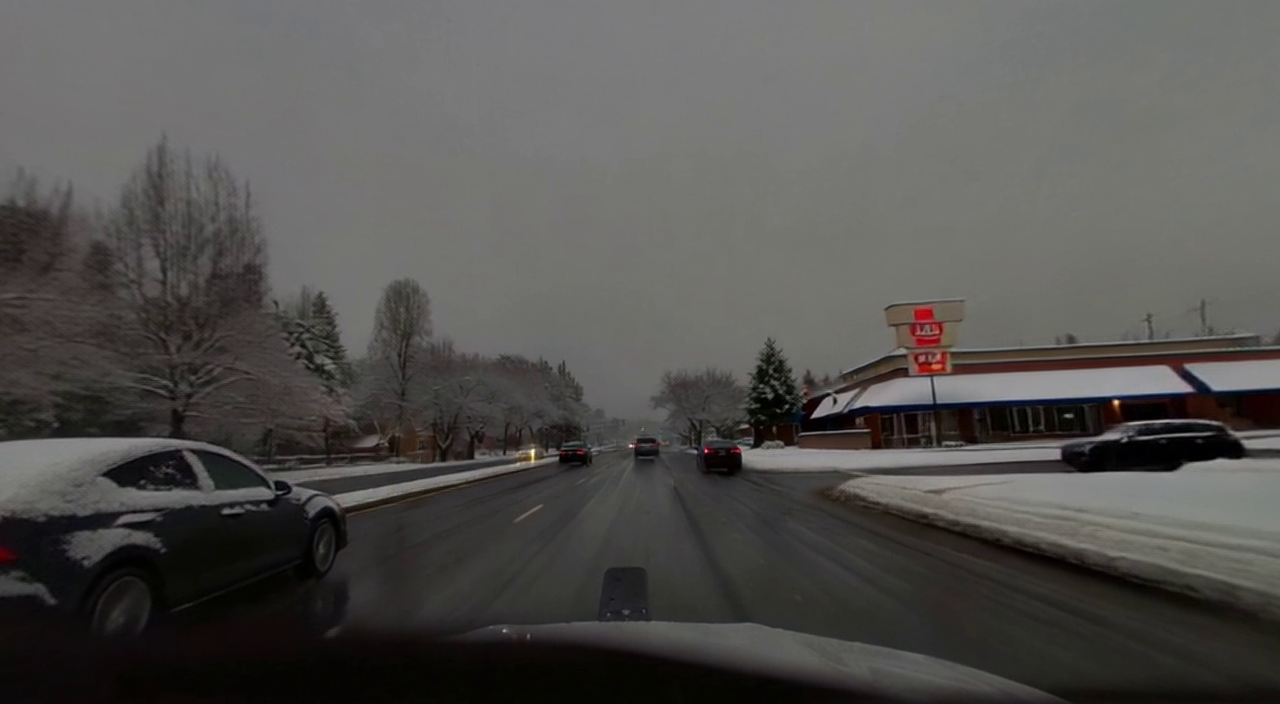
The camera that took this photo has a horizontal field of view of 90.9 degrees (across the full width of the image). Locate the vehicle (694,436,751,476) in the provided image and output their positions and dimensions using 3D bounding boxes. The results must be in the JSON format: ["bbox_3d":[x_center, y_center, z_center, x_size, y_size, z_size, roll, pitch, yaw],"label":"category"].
[{"bbox_3d":[3.519,4.517,27.542,1.922,1.579,3.642,0,-9,-1],"label":"vehicle"}]

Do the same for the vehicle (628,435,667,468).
[{"bbox_3d":[0.407,5.940,37.794,2.193,1.873,4.033,0,-9,0],"label":"vehicle"}]

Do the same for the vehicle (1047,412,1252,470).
[{"bbox_3d":[16.793,3.008,21.130,1.945,1.690,4.833,4,-9,-27],"label":"vehicle"}]

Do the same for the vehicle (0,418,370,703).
[{"bbox_3d":[-3.978,1.323,4.731,1.908,1.481,4.351,0,-9,1],"label":"vehicle"}]

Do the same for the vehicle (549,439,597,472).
[{"bbox_3d":[-3.567,5.606,34.344,2.026,1.665,4.193,0,-9,2],"label":"vehicle"}]
